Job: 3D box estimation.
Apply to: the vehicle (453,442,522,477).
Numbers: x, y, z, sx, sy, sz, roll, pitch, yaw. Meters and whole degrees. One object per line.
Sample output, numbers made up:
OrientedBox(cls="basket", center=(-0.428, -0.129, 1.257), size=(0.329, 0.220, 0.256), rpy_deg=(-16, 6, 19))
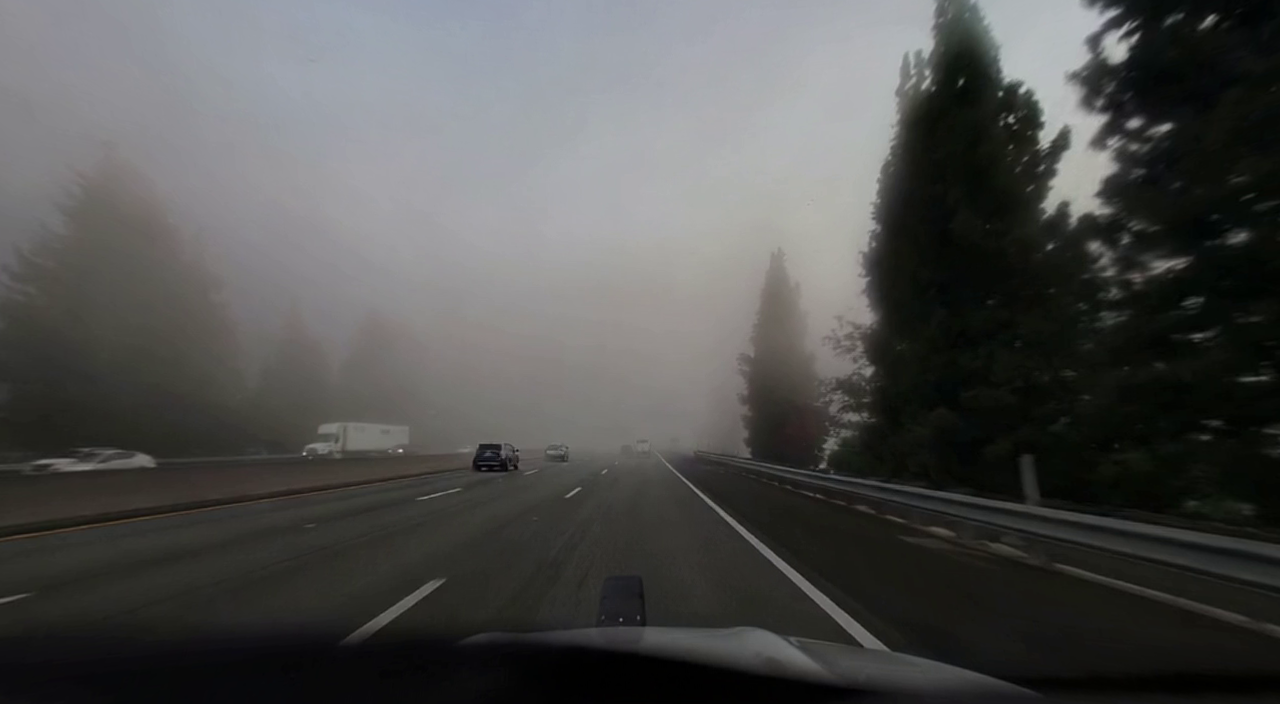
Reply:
OrientedBox(cls="vehicle", center=(-7.231, 5.126, 30.371), size=(2.008, 1.520, 4.731), rpy_deg=(0, -9, 1))

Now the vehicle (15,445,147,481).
OrientedBox(cls="vehicle", center=(-28.978, 5.750, 32.917), size=(2.162, 1.736, 5.029), rpy_deg=(0, -9, 1))
